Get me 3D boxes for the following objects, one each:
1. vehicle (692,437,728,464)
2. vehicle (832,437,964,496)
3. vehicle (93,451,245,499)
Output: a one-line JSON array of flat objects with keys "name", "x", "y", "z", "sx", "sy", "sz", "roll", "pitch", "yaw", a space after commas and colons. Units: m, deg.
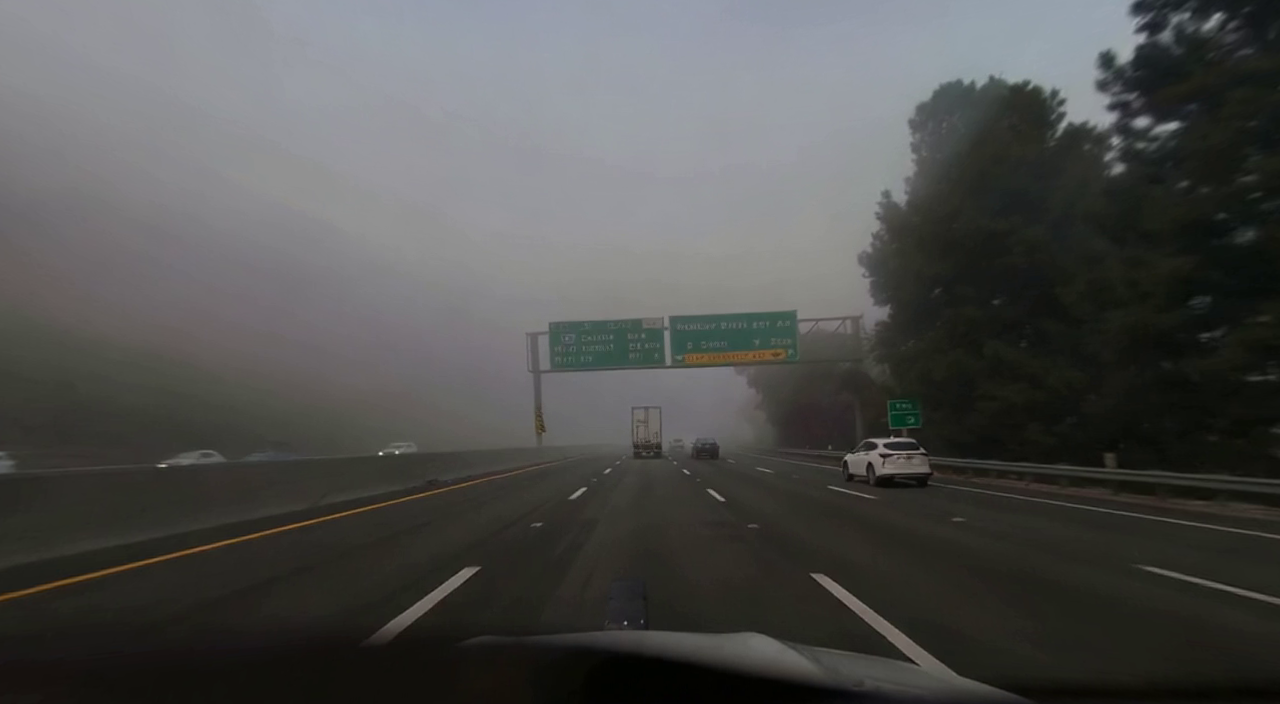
[{"name": "vehicle", "x": 4.452, "y": 6.321, "z": 40.658, "sx": 1.880, "sy": 1.624, "sz": 3.941, "roll": 0, "pitch": -8, "yaw": 0}, {"name": "vehicle", "x": 7.054, "y": 3.153, "z": 17.780, "sx": 1.982, "sy": 1.440, "sz": 4.171, "roll": 0, "pitch": -8, "yaw": 1}, {"name": "vehicle", "x": -16.483, "y": 4.293, "z": 22.420, "sx": 1.930, "sy": 1.474, "sz": 4.492, "roll": 0, "pitch": -9, "yaw": 0}]
